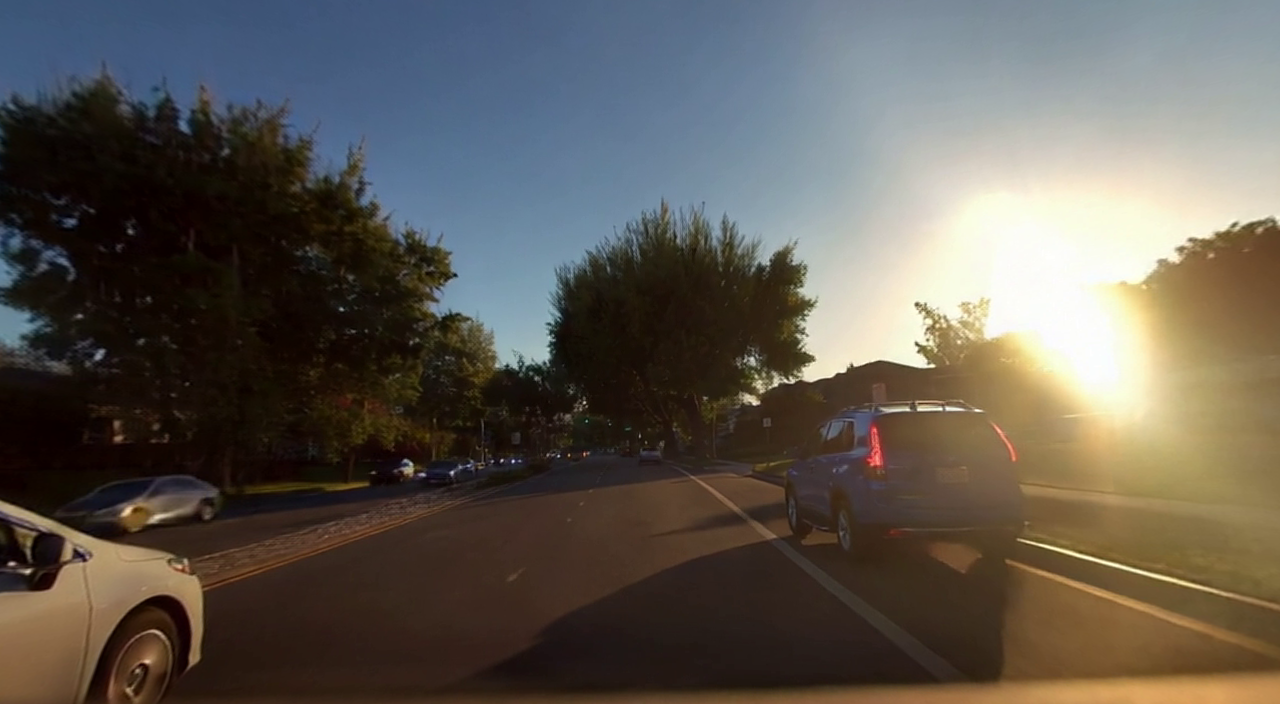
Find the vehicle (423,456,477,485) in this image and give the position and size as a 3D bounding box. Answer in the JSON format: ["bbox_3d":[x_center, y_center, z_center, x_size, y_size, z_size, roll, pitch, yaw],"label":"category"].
[{"bbox_3d":[-11.028,6.870,36.897,1.928,1.482,4.649,0,-9,-3],"label":"vehicle"}]

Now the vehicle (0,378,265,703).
[{"bbox_3d":[-3.409,0.838,1.639,2.058,1.659,4.514,0,-9,0],"label":"vehicle"}]

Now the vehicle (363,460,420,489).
[{"bbox_3d":[-14.488,7.136,37.009,1.839,1.496,4.338,0,-9,-4],"label":"vehicle"}]

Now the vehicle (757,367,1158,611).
[{"bbox_3d":[3.227,1.585,8.245,2.338,2.063,5.592,0,-9,1],"label":"vehicle"}]
